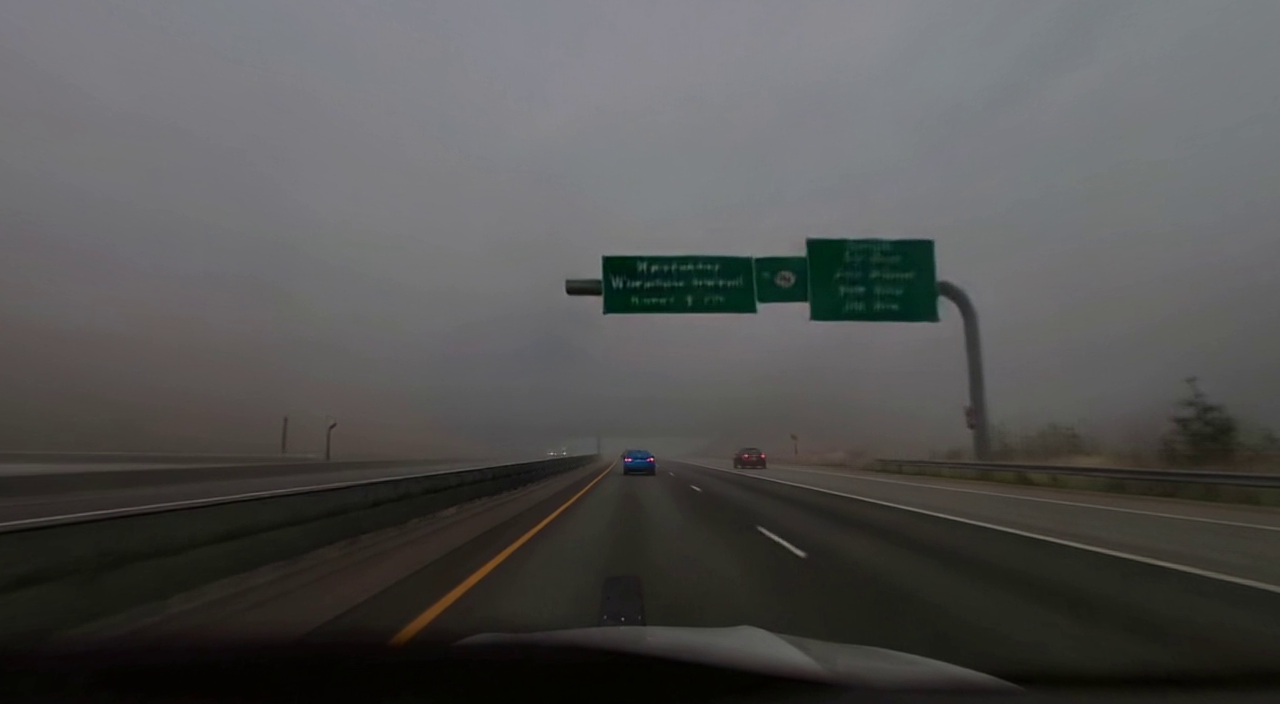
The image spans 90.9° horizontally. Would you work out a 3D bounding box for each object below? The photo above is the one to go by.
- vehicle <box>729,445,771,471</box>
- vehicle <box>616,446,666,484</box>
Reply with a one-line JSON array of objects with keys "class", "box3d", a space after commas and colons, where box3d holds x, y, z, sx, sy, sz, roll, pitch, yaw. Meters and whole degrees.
[{"class": "vehicle", "box3d": [7.437, 7.190, 42.955, 2.006, 1.639, 4.087, 0, -9, -1]}, {"class": "vehicle", "box3d": [0.008, 4.892, 27.668, 2.069, 1.523, 4.012, 0, -9, -1]}]
